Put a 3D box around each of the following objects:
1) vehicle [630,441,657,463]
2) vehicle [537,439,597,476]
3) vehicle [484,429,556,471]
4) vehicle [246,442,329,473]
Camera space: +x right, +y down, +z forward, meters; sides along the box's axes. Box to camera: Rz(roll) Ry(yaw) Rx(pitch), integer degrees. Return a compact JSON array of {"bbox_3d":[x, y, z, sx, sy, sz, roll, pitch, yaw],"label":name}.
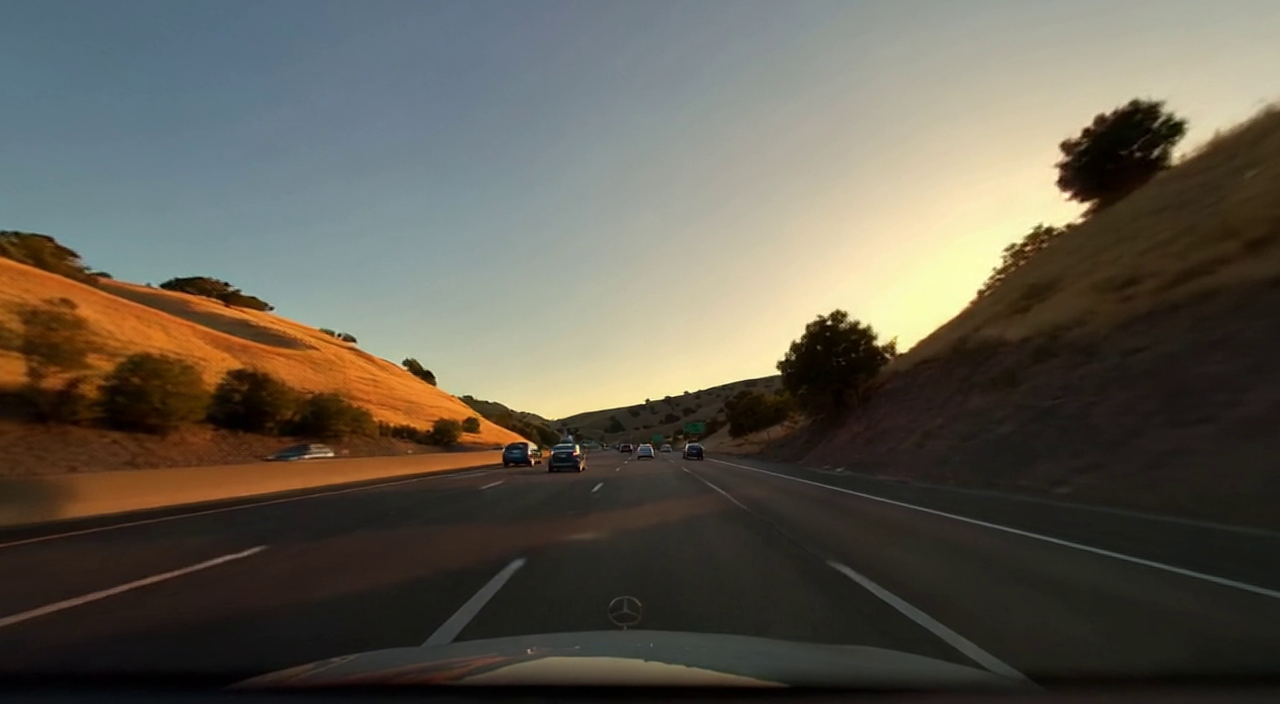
[{"bbox_3d":[0.282,7.627,48.299,2.031,1.566,3.904,0,-8,0],"label":"vehicle"},{"bbox_3d":[-3.172,4.722,28.514,2.091,1.552,4.516,0,-8,1],"label":"vehicle"},{"bbox_3d":[-6.417,5.346,34.619,2.589,2.063,6.206,0,-8,1],"label":"vehicle"},{"bbox_3d":[-20.691,6.180,37.262,1.933,1.660,4.943,0,-8,2],"label":"vehicle"}]
